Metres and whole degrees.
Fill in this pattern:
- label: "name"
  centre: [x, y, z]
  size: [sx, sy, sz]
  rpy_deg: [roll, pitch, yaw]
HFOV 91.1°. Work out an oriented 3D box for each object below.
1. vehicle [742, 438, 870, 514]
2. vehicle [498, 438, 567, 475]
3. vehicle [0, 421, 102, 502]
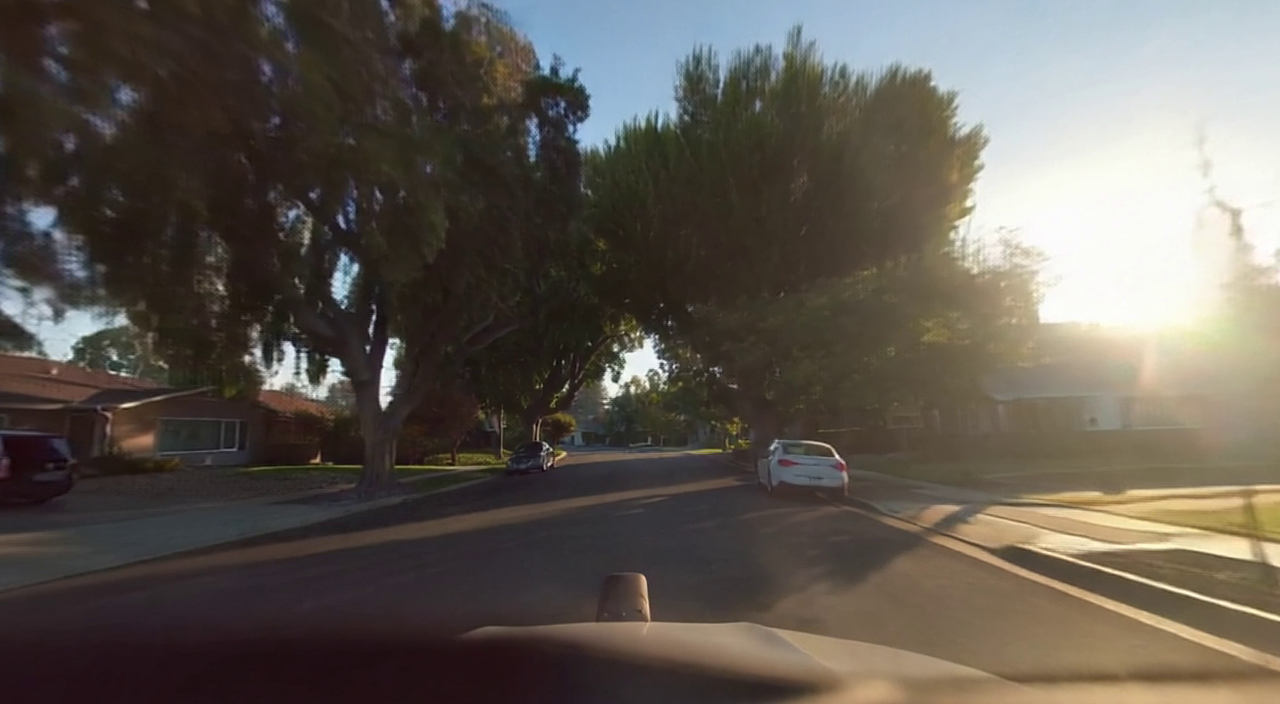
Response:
- label: "vehicle"
  centre: [3.617, 2.751, 14.647]
  size: [2.088, 1.429, 4.796]
  rpy_deg: [-1, -8, 6]
- label: "vehicle"
  centre: [-5.021, 5.039, 29.921]
  size: [1.943, 1.433, 4.717]
  rpy_deg: [-6, -11, 5]
- label: "vehicle"
  centre: [-15.016, 2.421, 14.100]
  size: [4.582, 1.616, 1.869]
  rpy_deg: [-2, -8, 11]
